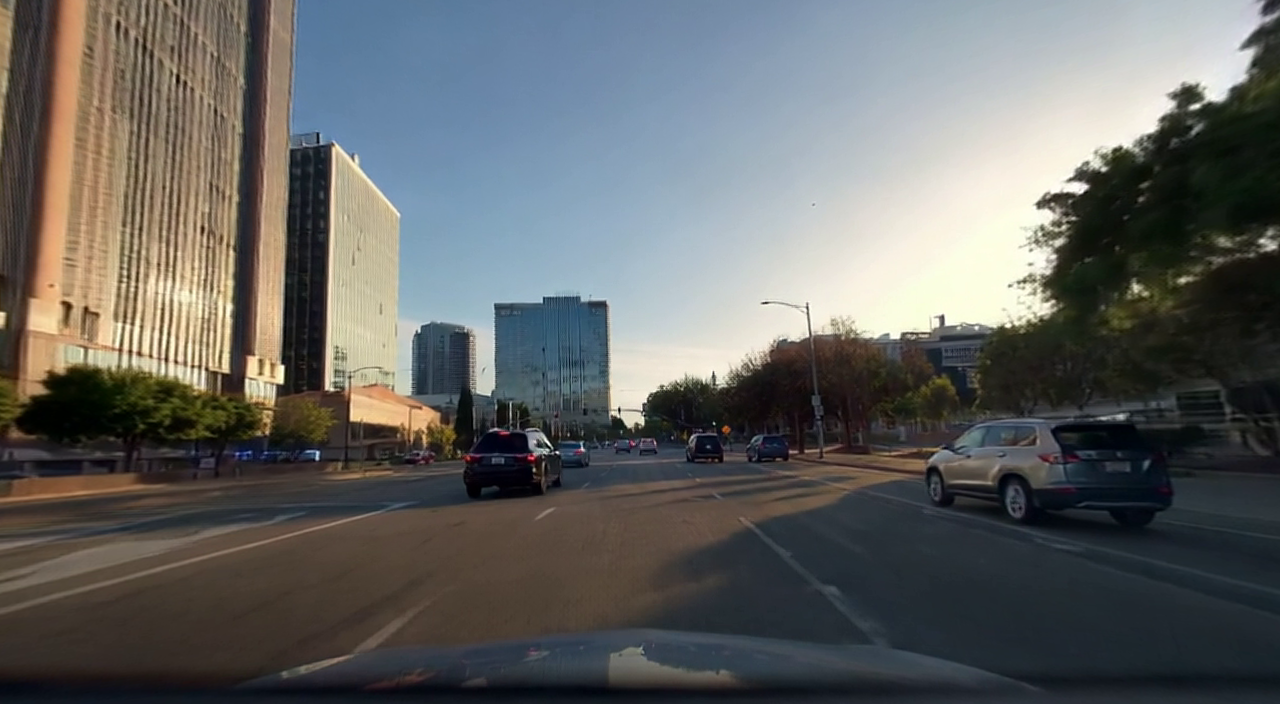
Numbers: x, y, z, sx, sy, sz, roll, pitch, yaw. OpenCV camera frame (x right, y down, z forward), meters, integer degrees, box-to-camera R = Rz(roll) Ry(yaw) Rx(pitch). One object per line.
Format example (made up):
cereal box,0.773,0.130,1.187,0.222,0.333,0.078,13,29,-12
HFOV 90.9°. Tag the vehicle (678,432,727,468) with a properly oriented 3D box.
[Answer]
vehicle,3.360,5.414,34.889,2.178,1.804,4.766,0,-9,0

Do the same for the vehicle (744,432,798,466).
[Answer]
vehicle,7.431,5.537,36.139,2.076,1.793,4.464,0,-9,-1

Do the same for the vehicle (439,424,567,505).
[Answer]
vehicle,-3.189,2.736,15.708,2.141,1.719,4.379,0,-9,1

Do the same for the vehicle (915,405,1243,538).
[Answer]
vehicle,6.536,1.846,10.269,2.088,1.666,4.512,0,-9,0
